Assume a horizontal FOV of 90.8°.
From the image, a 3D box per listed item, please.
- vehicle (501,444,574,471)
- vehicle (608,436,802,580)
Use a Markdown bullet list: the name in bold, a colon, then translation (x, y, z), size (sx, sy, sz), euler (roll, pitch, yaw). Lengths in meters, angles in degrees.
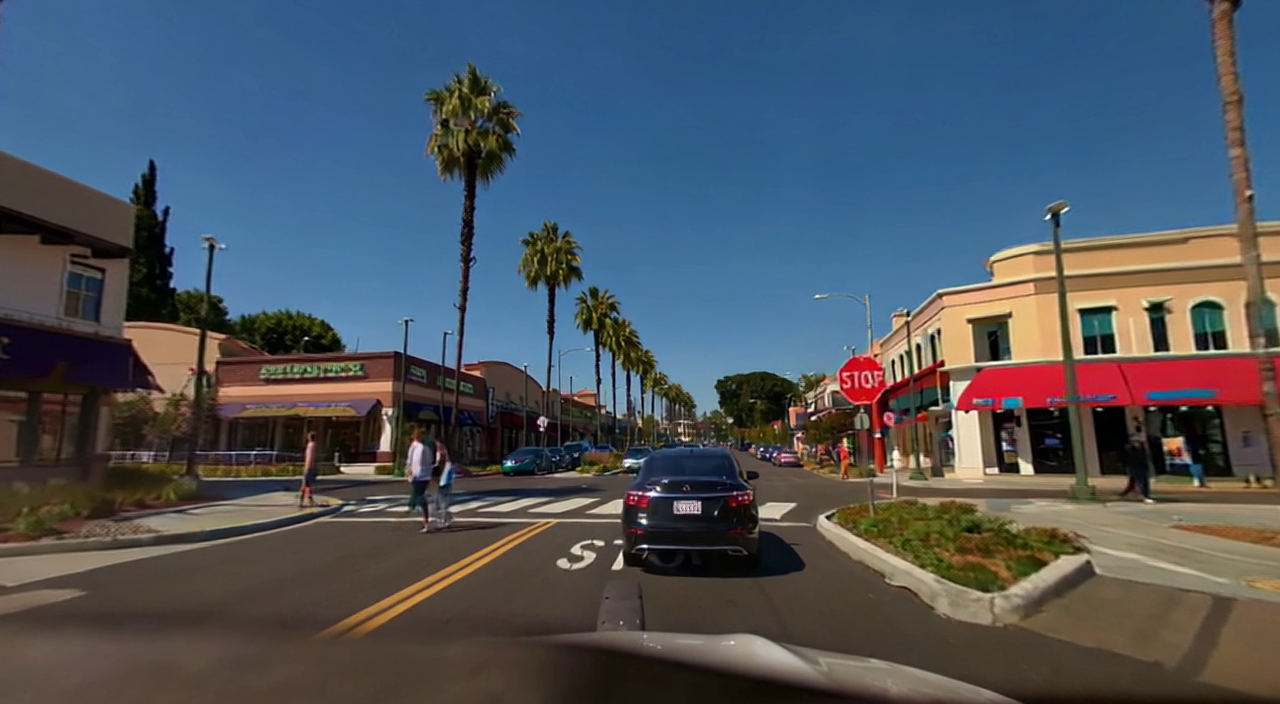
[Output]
- **vehicle**: translation (-6.918, 7.127, 42.866), size (4.529, 1.682, 1.895), euler (6, -11, -37)
- **vehicle**: translation (0.860, 1.946, 8.701), size (2.031, 1.479, 3.969), euler (-1, -9, 6)
